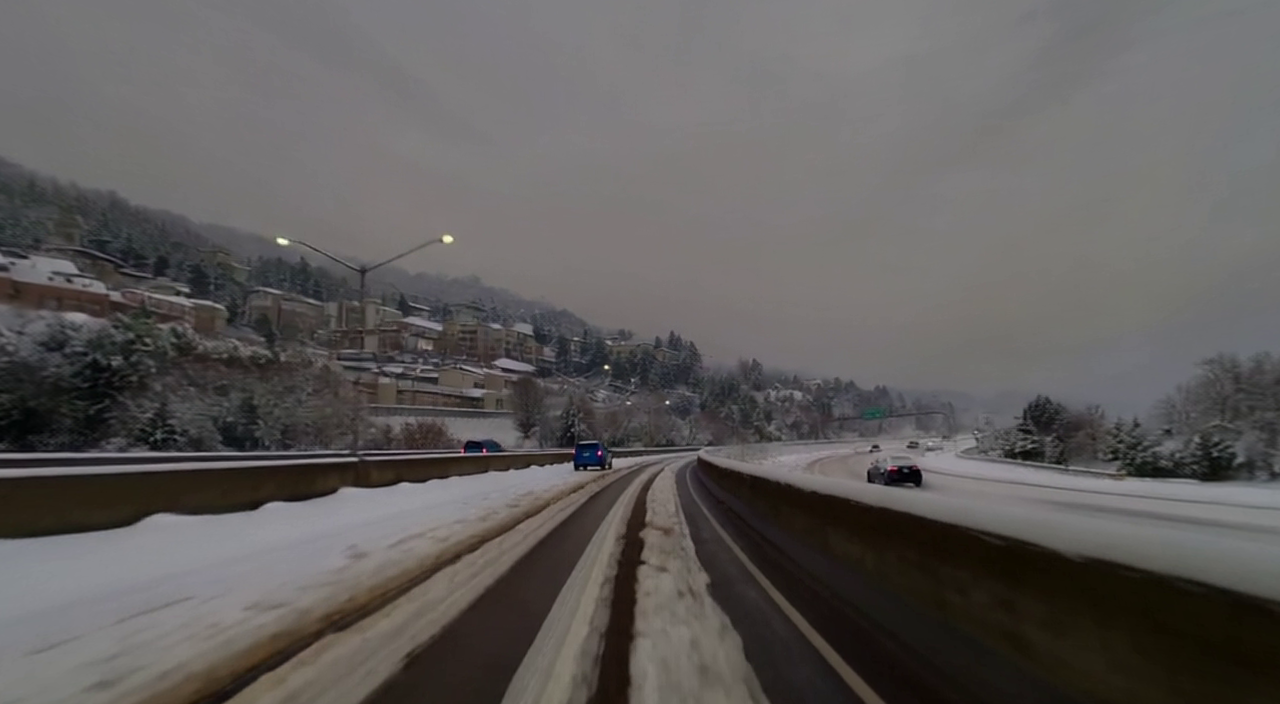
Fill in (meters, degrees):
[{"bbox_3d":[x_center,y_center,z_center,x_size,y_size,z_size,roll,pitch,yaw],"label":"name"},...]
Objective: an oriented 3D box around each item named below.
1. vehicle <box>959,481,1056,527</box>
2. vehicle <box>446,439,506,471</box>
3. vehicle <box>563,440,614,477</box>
[{"bbox_3d":[24.303,10.038,42.102,2.775,2.408,6.139,0,-8,0],"label":"vehicle"},{"bbox_3d":[-9.634,6.084,37.433,2.039,1.746,4.528,-1,-8,5],"label":"vehicle"},{"bbox_3d":[-2.584,5.518,32.883,2.028,1.782,4.150,-1,-8,4],"label":"vehicle"}]
